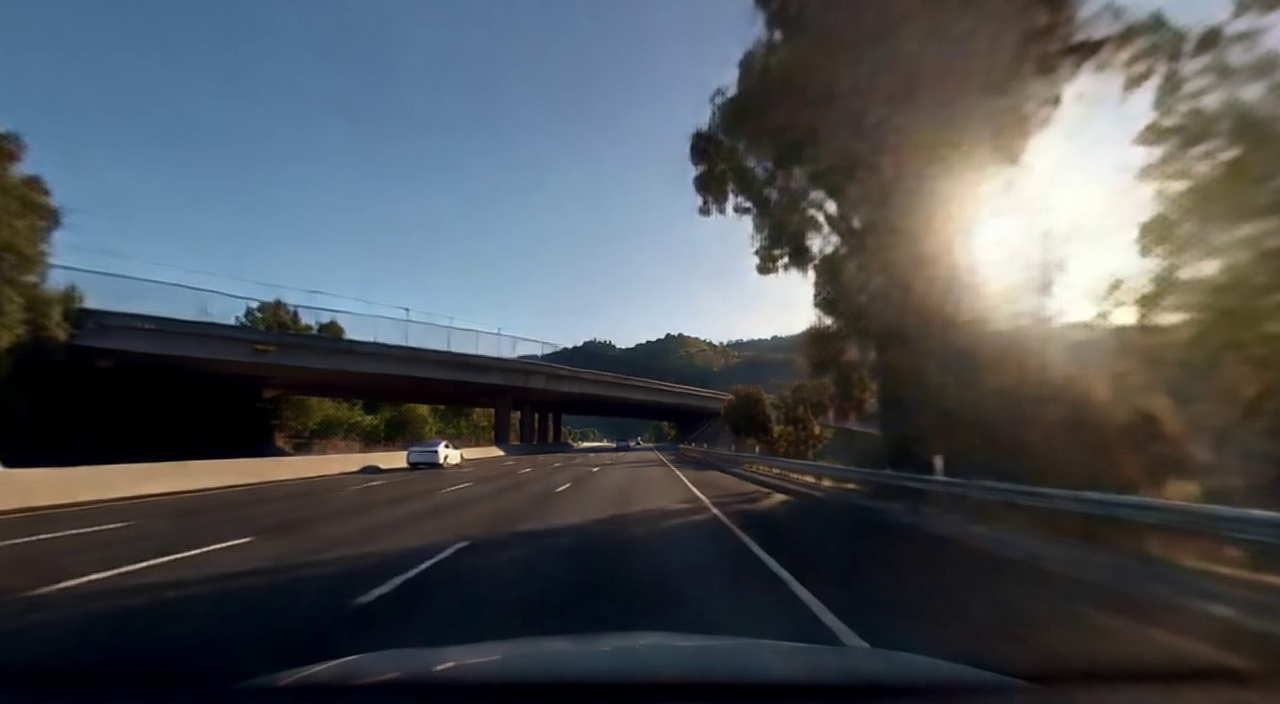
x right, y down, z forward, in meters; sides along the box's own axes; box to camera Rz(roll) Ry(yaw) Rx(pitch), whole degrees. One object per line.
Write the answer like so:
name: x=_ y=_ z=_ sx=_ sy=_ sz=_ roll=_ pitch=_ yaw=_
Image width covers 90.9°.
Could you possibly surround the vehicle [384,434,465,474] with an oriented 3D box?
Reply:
vehicle: x=-10.495 y=5.008 z=31.218 sx=2.152 sy=1.753 sz=4.972 roll=0 pitch=-8 yaw=2
